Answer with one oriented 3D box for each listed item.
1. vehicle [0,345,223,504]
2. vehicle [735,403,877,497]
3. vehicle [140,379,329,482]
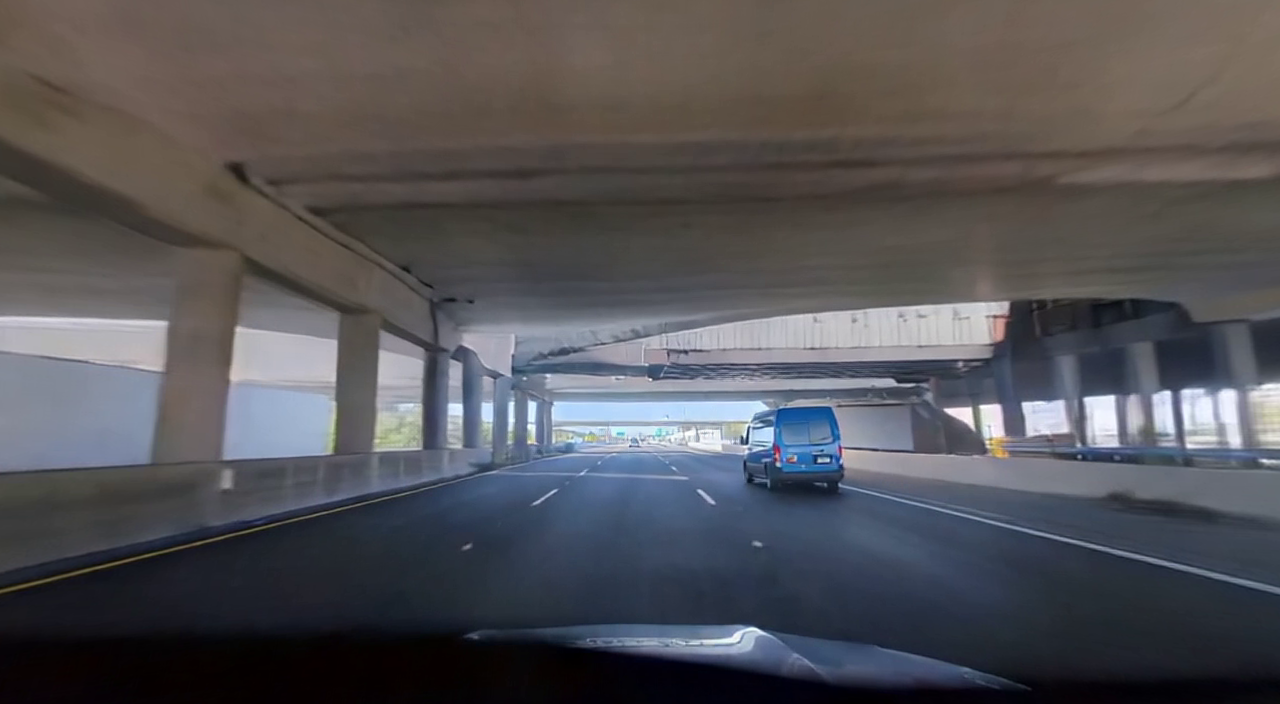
[{"bbox_3d":[-17.144,2.198,18.298,3.018,3.854,10.404,0,-8,-1],"label":"vehicle"},{"bbox_3d":[3.929,2.433,15.902,2.161,2.002,4.631,0,-8,-2],"label":"vehicle"},{"bbox_3d":[-17.263,3.520,27.787,2.854,3.820,8.298,0,-8,-1],"label":"vehicle"}]
